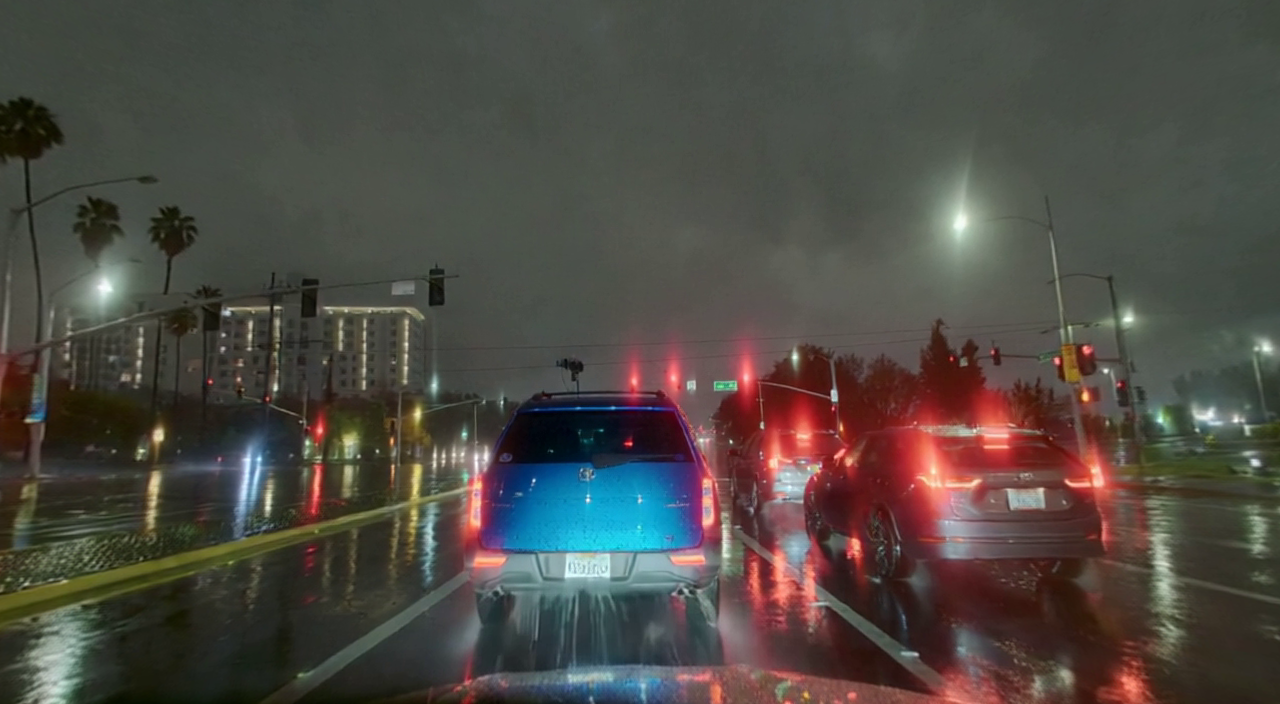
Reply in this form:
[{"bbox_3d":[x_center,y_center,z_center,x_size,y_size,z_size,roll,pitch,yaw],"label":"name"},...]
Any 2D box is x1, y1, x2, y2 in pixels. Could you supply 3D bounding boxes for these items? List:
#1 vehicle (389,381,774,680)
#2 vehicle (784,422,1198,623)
[{"bbox_3d":[-0.336,1.312,5.675,2.172,1.694,4.055,0,-8,0],"label":"vehicle"},{"bbox_3d":[3.122,1.602,6.952,1.971,1.473,4.495,0,-8,0],"label":"vehicle"}]
